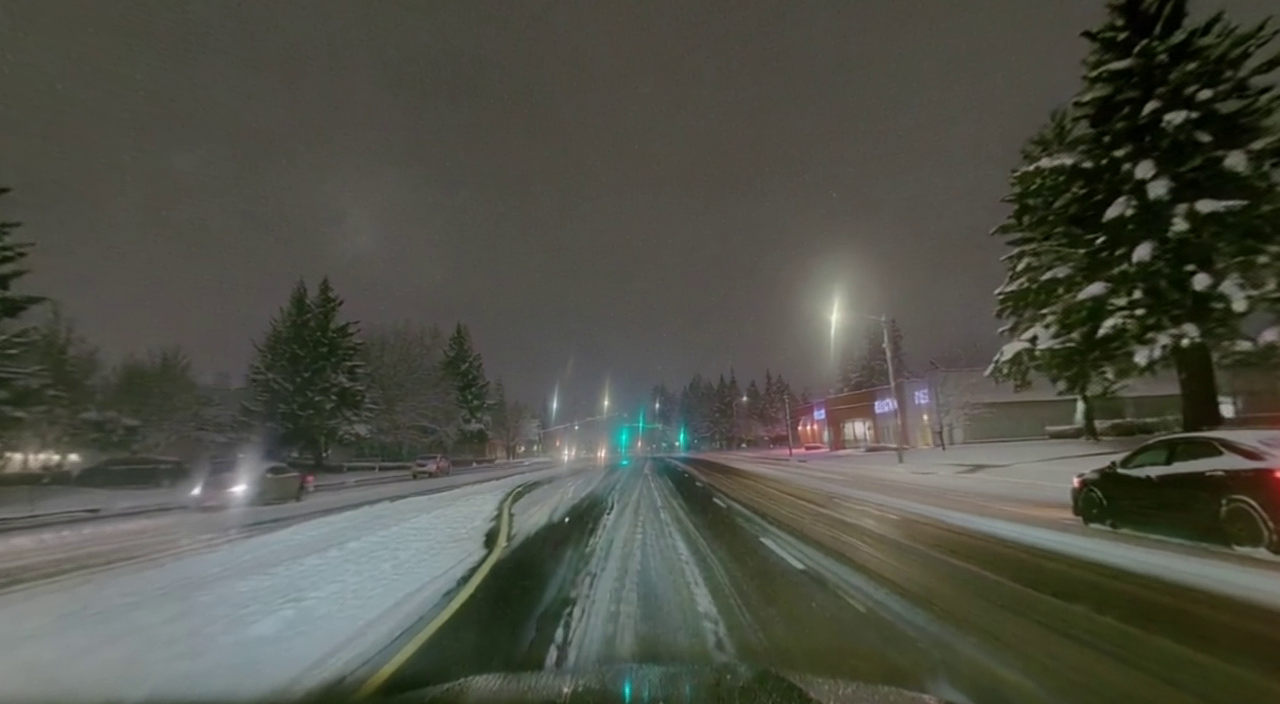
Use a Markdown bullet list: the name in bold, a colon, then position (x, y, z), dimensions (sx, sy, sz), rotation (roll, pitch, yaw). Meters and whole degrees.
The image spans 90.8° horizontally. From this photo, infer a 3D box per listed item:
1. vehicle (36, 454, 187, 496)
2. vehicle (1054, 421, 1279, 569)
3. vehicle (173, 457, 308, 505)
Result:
- **vehicle**: position (-27.333, 6.367, 33.029), dimensions (5.702, 1.985, 2.175), rotation (7, -12, -34)
- **vehicle**: position (7.370, 1.605, 7.553), dimensions (1.936, 1.460, 4.258), rotation (-1, -8, 0)
- **vehicle**: position (-14.668, 4.734, 23.581), dimensions (2.001, 1.485, 4.469), rotation (-1, -8, 2)
